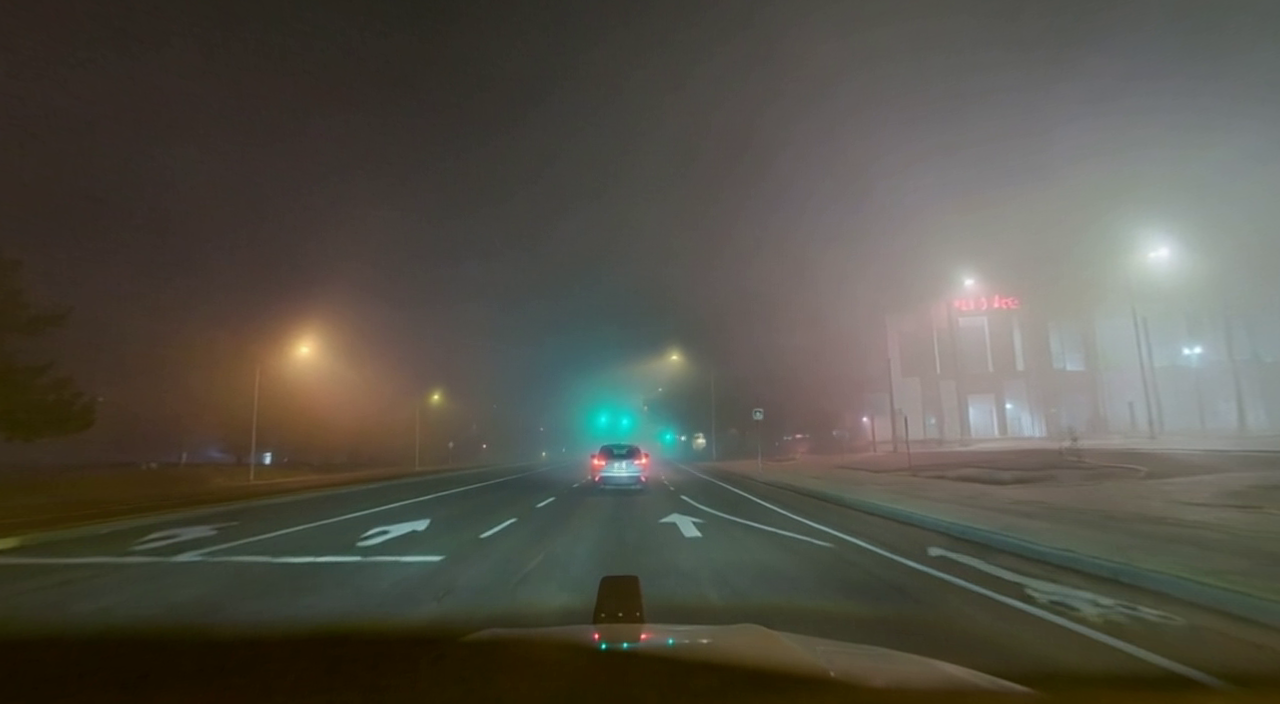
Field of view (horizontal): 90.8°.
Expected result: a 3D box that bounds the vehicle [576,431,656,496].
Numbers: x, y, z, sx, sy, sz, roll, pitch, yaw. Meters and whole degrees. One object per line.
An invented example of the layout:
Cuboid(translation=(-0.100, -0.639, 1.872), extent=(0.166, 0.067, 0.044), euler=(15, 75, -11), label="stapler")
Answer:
Cuboid(translation=(-0.649, 3.277, 18.891), extent=(2.130, 1.711, 4.038), euler=(0, -9, 0), label="vehicle")
